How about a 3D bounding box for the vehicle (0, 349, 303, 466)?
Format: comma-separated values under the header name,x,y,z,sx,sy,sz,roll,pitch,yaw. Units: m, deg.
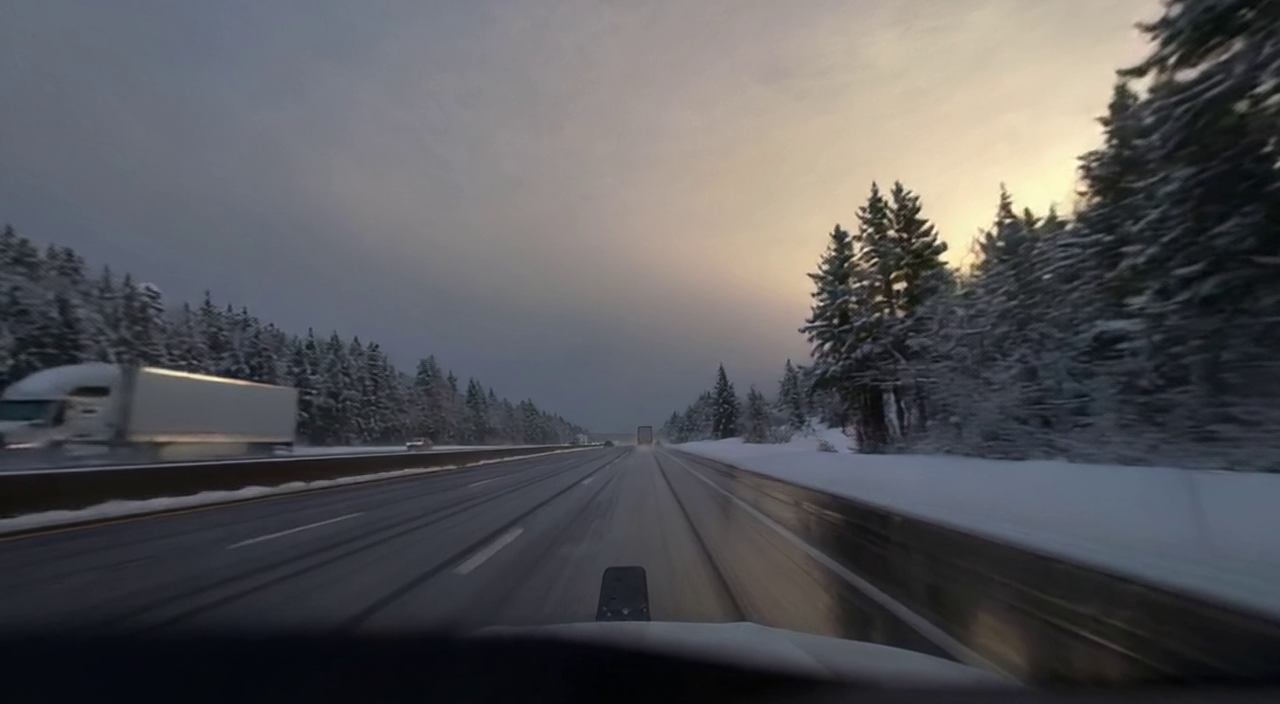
name,x,y,z,sx,sy,sz,roll,pitch,yaw
vehicle,-23.661,3.327,32.510,2.909,4.430,17.283,0,-8,0
